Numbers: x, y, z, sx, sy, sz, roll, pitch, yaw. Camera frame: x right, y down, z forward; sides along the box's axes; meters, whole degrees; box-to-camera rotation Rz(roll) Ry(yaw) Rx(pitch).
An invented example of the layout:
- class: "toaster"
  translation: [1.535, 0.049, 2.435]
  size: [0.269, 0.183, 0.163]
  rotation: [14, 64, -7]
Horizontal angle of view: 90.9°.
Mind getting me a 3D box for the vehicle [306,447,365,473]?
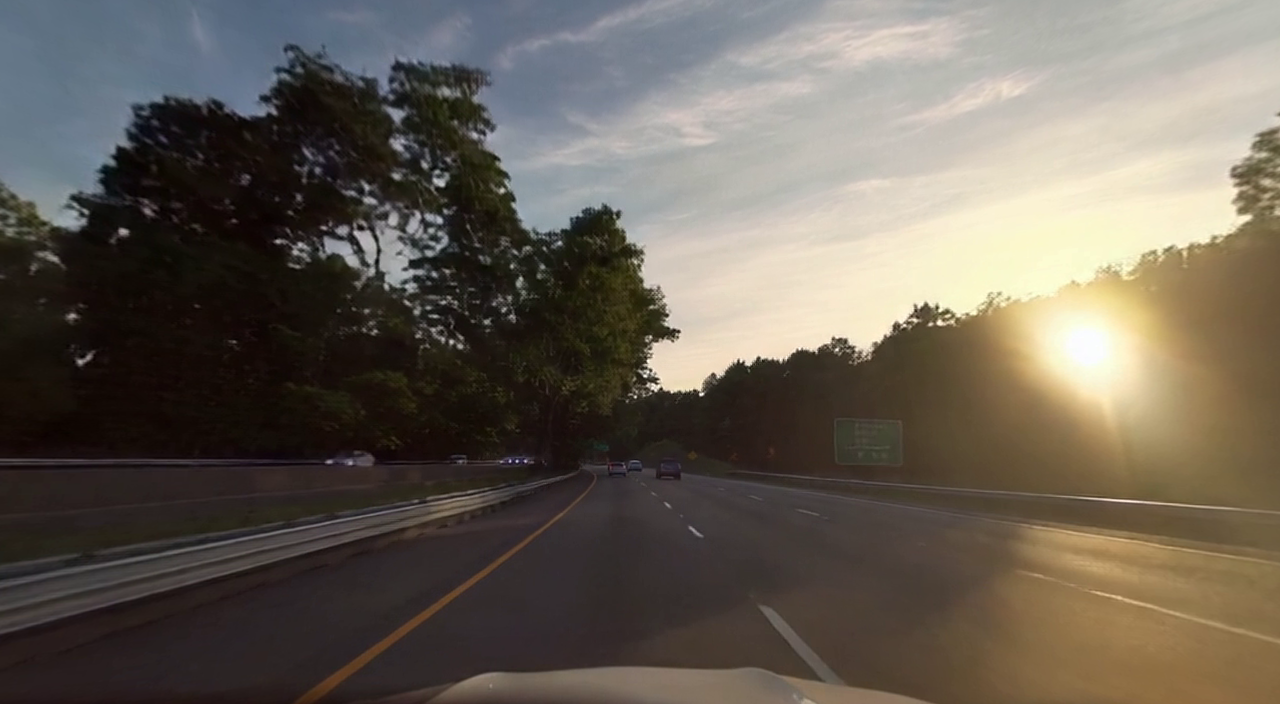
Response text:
- class: "vehicle"
  translation: [-20.354, 7.284, 42.316]
  size: [1.854, 1.612, 4.176]
  rotation: [1, -10, -1]
